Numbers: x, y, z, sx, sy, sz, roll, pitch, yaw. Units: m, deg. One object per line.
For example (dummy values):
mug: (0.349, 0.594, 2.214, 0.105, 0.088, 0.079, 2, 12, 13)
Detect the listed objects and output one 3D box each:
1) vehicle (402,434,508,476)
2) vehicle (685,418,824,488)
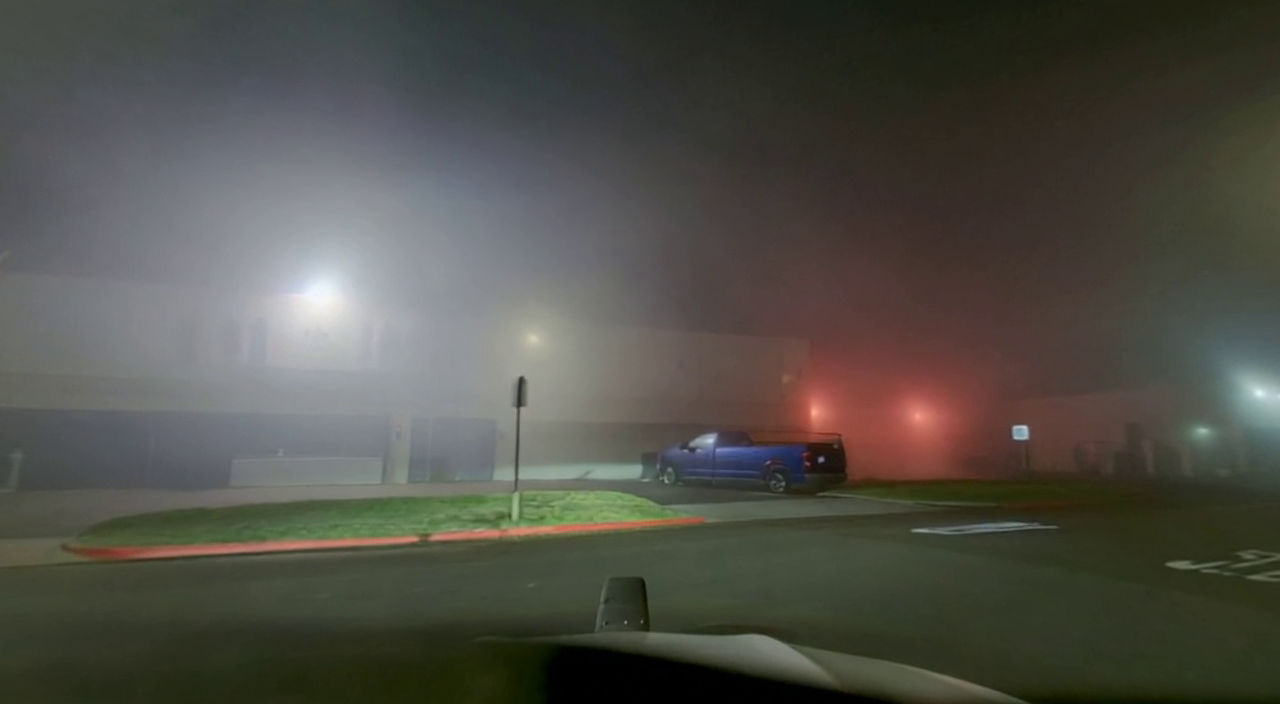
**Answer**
vehicle: (-10.021, 5.548, 34.220, 5.207, 2.103, 1.997, 4, -9, -26)
vehicle: (5.412, 4.829, 29.737, 6.271, 3.004, 2.298, 5, -11, -25)
